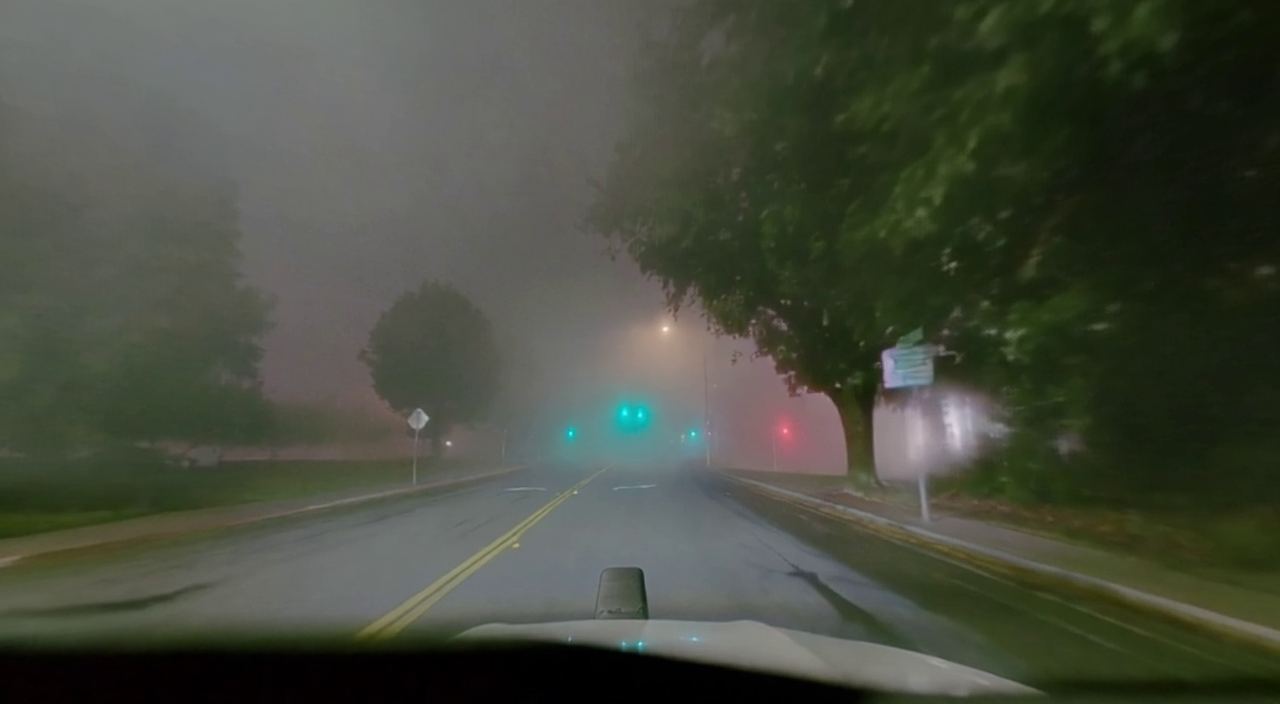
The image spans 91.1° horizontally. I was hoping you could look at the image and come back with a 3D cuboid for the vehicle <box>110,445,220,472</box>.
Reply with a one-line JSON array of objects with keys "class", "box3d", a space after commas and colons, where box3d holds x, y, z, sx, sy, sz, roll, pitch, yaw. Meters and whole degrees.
[{"class": "vehicle", "box3d": [-26.666, 6.004, 35.347, 4.577, 1.417, 2.014, -1, -9, 2]}]
